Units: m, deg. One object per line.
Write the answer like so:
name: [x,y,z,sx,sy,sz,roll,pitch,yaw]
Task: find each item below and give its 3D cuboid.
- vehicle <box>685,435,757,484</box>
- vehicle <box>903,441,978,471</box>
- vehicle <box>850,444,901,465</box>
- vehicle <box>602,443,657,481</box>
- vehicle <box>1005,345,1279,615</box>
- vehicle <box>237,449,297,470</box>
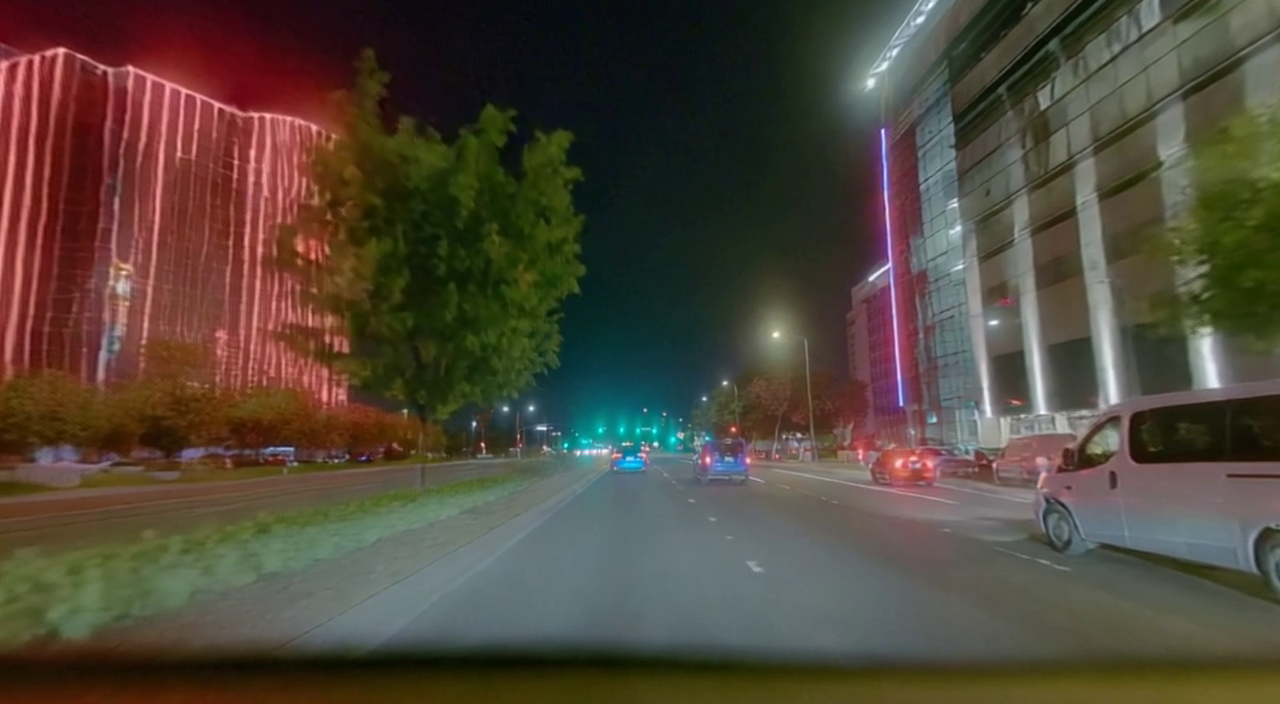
vehicle: [3.001,4.100,24.354,2.047,1.711,4.265,0,-8,-2]
vehicle: [17.130,5.926,36.287,2.065,1.603,4.264,0,-8,-2]
vehicle: [18.297,7.981,49.370,2.017,1.466,4.733,0,-8,-3]
vehicle: [-0.453,4.505,26.154,2.095,1.456,3.873,0,-8,-1]
vehicle: [6.377,1.136,5.853,2.573,2.127,5.568,0,-8,-1]
vehicle: [-29.133,8.392,49.515,1.877,1.455,4.629,0,-8,0]
